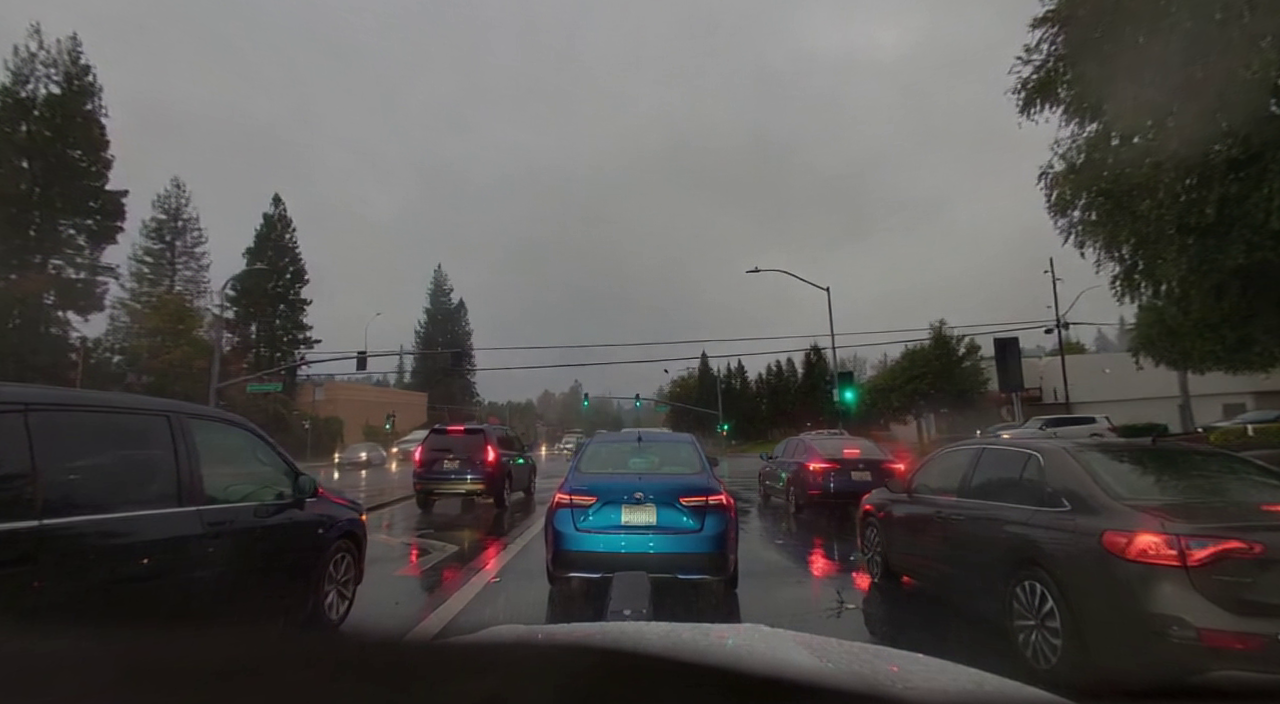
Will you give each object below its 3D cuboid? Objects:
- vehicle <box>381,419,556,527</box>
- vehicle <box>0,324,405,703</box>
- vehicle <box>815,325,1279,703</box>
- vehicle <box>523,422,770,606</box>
[{"bbox_3d":[-3.177,2.360,12.866,2.117,1.772,4.619,0,-8,2],"label":"vehicle"},{"bbox_3d":[-3.109,0.963,3.361,1.982,1.721,4.261,0,-8,1],"label":"vehicle"},{"bbox_3d":[3.218,1.136,5.002,2.141,1.833,4.704,0,-8,-2],"label":"vehicle"},{"bbox_3d":[0.031,1.622,7.204,2.021,1.490,3.948,0,-8,-1],"label":"vehicle"}]
